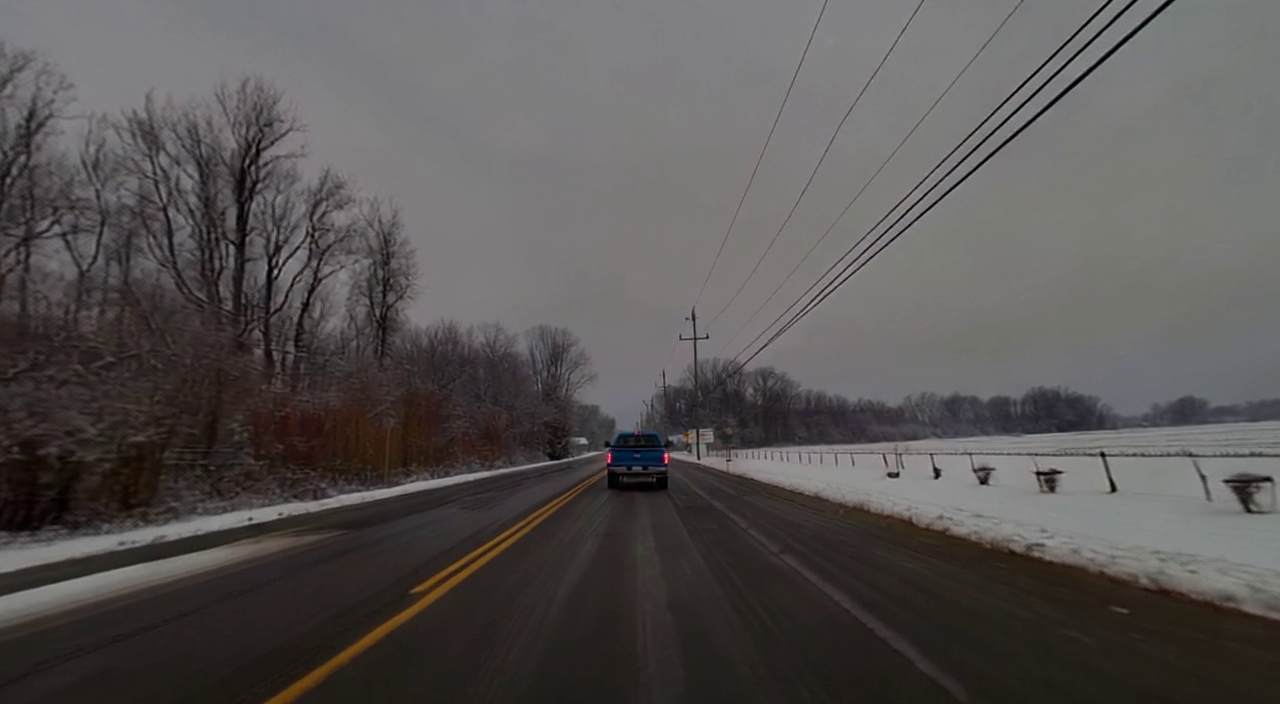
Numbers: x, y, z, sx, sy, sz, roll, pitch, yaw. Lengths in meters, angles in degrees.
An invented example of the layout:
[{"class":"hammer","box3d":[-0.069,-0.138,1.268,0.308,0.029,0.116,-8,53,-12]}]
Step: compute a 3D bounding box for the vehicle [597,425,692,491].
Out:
[{"class":"vehicle","box3d":[0.098,3.837,23.246,2.921,2.031,7.416,0,-9,-1]}]
